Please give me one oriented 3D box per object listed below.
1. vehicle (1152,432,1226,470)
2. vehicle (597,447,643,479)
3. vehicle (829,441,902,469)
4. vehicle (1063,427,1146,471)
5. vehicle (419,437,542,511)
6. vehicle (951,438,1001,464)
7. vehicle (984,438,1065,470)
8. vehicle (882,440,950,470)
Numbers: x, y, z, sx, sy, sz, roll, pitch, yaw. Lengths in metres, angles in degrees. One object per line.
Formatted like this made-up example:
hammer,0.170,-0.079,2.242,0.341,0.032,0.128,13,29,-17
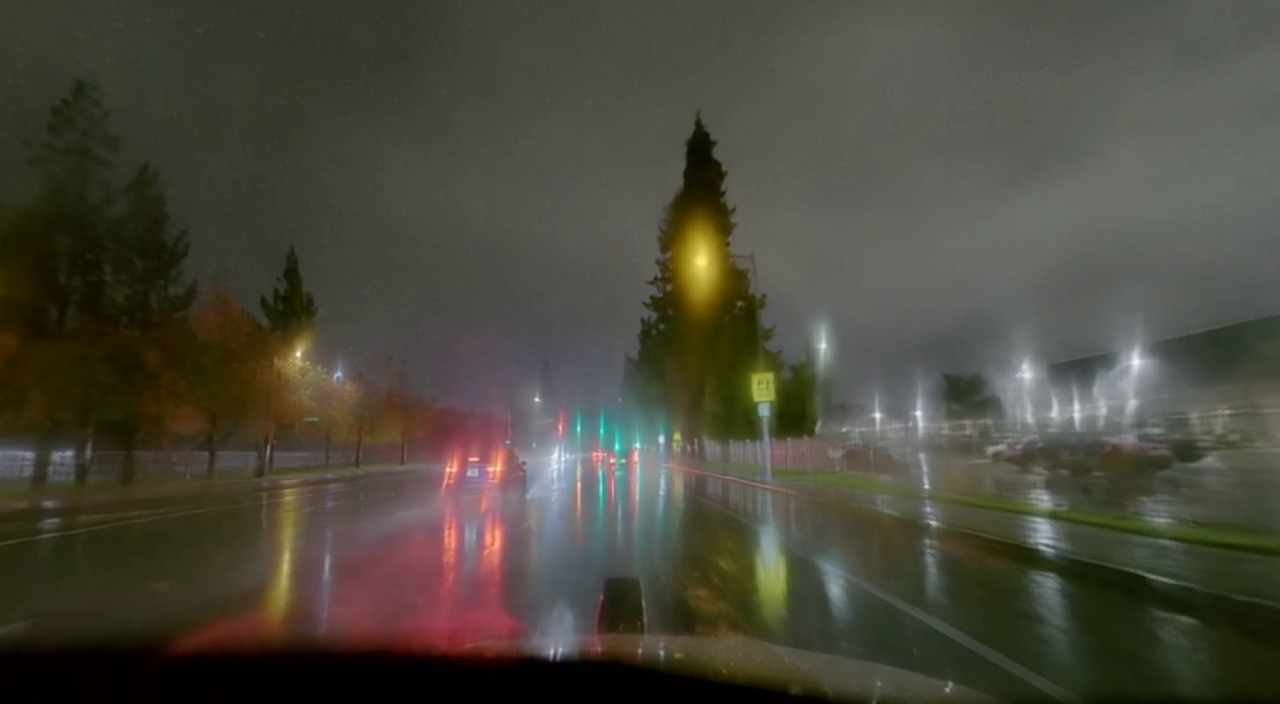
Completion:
vehicle,22.602,4.041,25.939,1.934,1.423,4.008,-8,-12,43
vehicle,-1.010,5.477,31.484,2.147,1.474,4.083,0,-8,-2
vehicle,12.757,5.732,35.531,2.041,1.459,4.830,-8,-11,42
vehicle,20.646,4.281,28.001,2.062,1.703,4.661,-13,-14,43
vehicle,-4.021,3.140,16.821,2.105,1.676,4.541,0,-8,0
vehicle,24.107,7.032,45.294,1.975,1.729,4.534,-6,-10,42
vehicle,18.136,4.757,29.695,4.562,1.392,2.048,8,-12,-44
vehicle,14.453,5.345,32.956,2.131,1.437,4.325,-7,-11,38
